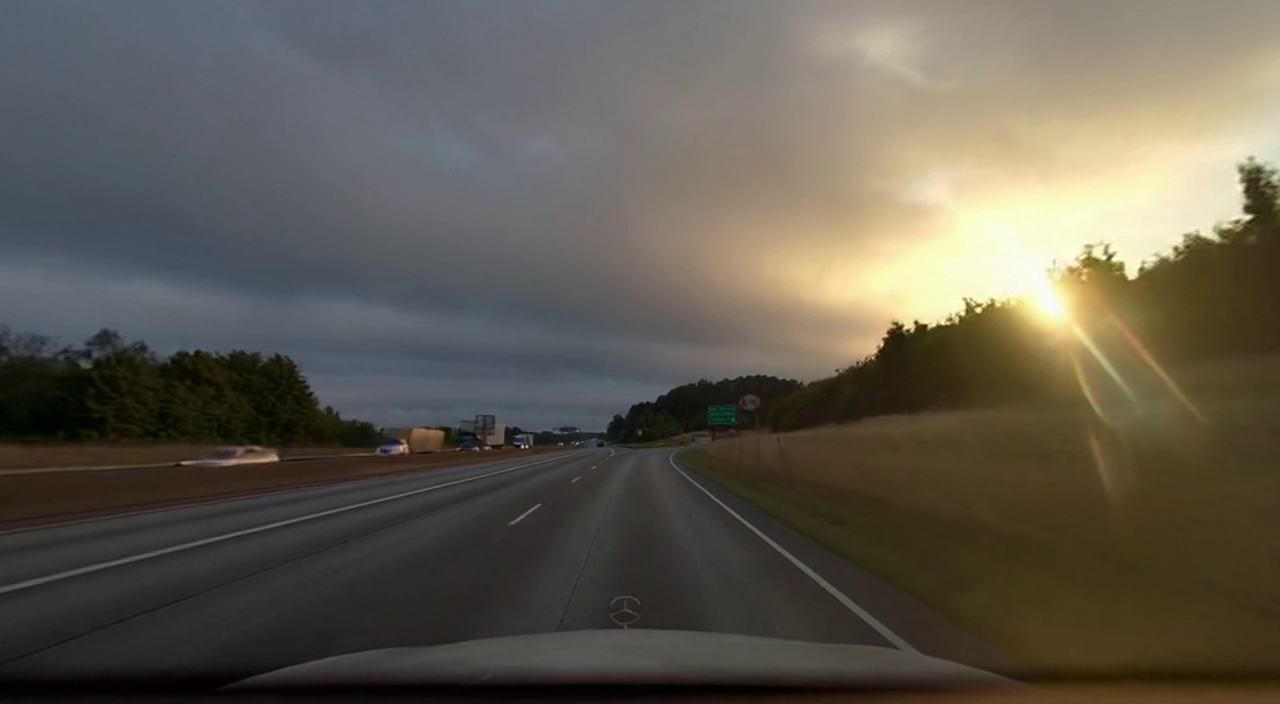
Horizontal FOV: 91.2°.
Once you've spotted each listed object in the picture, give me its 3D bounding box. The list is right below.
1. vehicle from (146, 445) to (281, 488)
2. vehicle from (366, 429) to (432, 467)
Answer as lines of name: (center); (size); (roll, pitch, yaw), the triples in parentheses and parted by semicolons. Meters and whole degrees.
vehicle: (-16.544, 4.442, 24.707); (1.888, 1.502, 4.814); (0, -9, 0)
vehicle: (-16.871, 6.776, 44.377); (2.414, 2.495, 5.613); (0, -9, 0)
